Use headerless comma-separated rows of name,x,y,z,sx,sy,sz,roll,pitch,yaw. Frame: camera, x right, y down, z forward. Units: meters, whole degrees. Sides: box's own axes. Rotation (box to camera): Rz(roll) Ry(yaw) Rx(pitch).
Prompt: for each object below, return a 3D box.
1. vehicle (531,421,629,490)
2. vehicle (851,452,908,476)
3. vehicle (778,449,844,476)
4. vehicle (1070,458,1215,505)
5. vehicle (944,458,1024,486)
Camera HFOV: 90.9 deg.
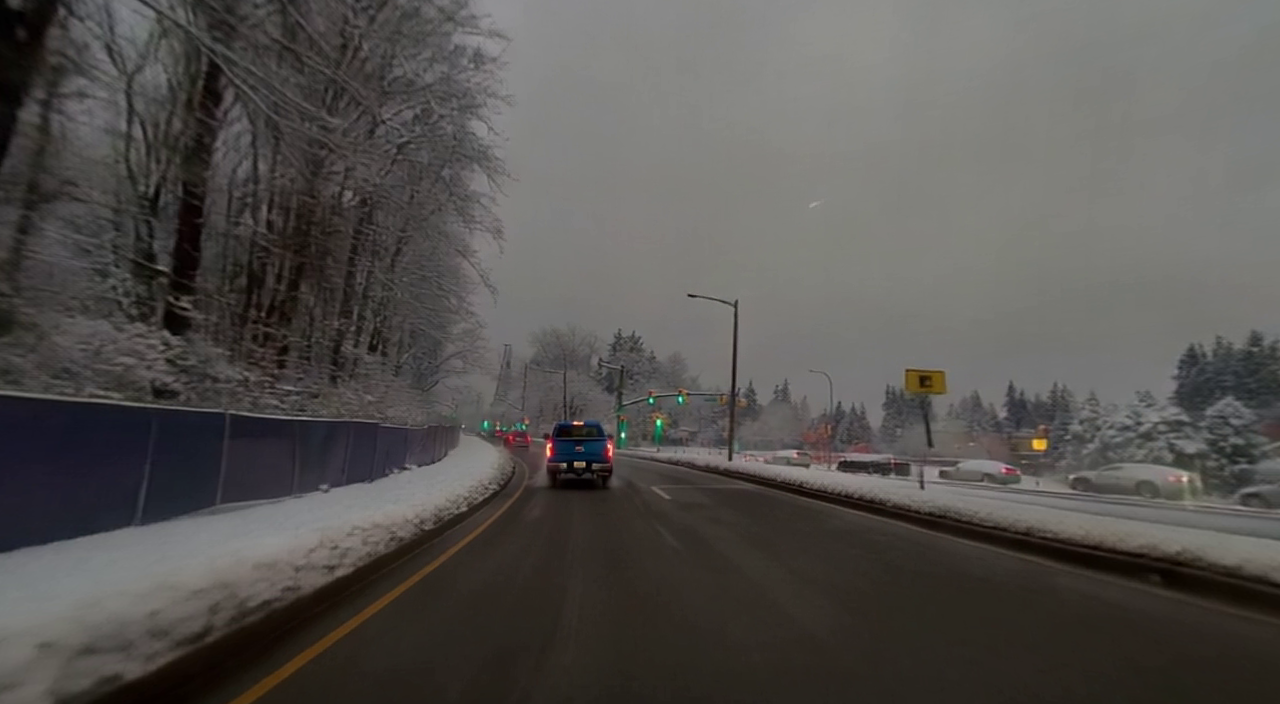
vehicle,-1.793,2.972,18.474,2.436,1.698,5.322,1,-8,-6
vehicle,18.472,8.605,48.891,1.841,1.673,4.470,2,-8,-13
vehicle,10.374,6.697,38.538,1.838,1.494,4.553,2,-8,-14
vehicle,22.677,5.804,28.793,1.938,1.781,5.078,1,-8,-9
vehicle,20.951,7.282,38.622,1.805,1.494,4.362,2,-8,-12
